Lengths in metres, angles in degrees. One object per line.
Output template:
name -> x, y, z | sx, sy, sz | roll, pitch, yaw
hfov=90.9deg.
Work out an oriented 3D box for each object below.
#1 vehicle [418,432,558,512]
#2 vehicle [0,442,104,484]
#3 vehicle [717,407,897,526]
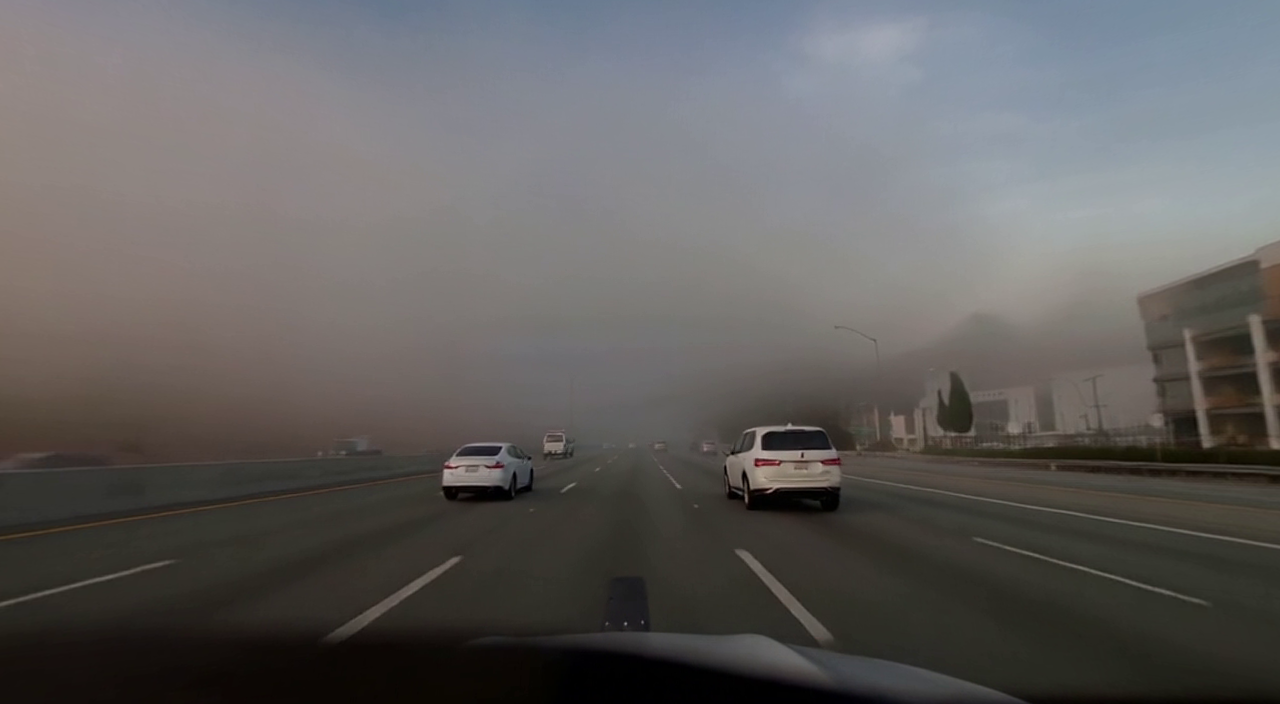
vehicle -> -3.306, 2.719, 14.838 | 2.080, 1.542, 4.718 | 0, -8, 1
vehicle -> -22.859, 4.177, 23.973 | 1.695, 1.457, 3.555 | 0, -8, 1
vehicle -> 2.932, 2.170, 12.432 | 2.148, 1.852, 4.835 | 0, -8, -1
